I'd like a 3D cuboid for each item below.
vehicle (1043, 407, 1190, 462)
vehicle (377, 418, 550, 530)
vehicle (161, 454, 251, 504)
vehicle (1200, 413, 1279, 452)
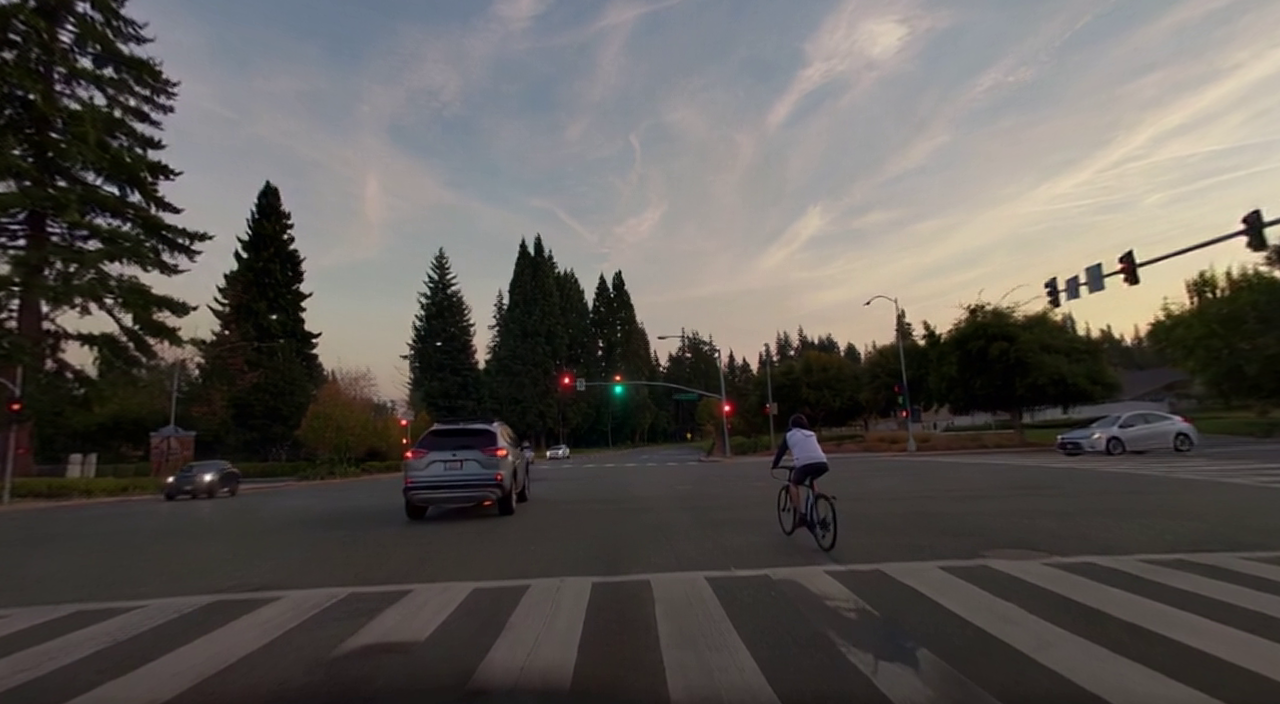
[{"bbox_3d":[18.630,3.258,24.754,4.237,1.948,1.997,0,-9,-9],"label":"vehicle"},{"bbox_3d":[-3.148,2.285,12.400,2.049,1.756,4.602,0,-8,0],"label":"vehicle"},{"bbox_3d":[-15.301,4.423,22.481,2.171,1.474,4.513,5,-10,-29],"label":"vehicle"},{"bbox_3d":[25.839,3.294,25.649,4.716,1.507,1.904,2,-8,-10],"label":"vehicle"}]
